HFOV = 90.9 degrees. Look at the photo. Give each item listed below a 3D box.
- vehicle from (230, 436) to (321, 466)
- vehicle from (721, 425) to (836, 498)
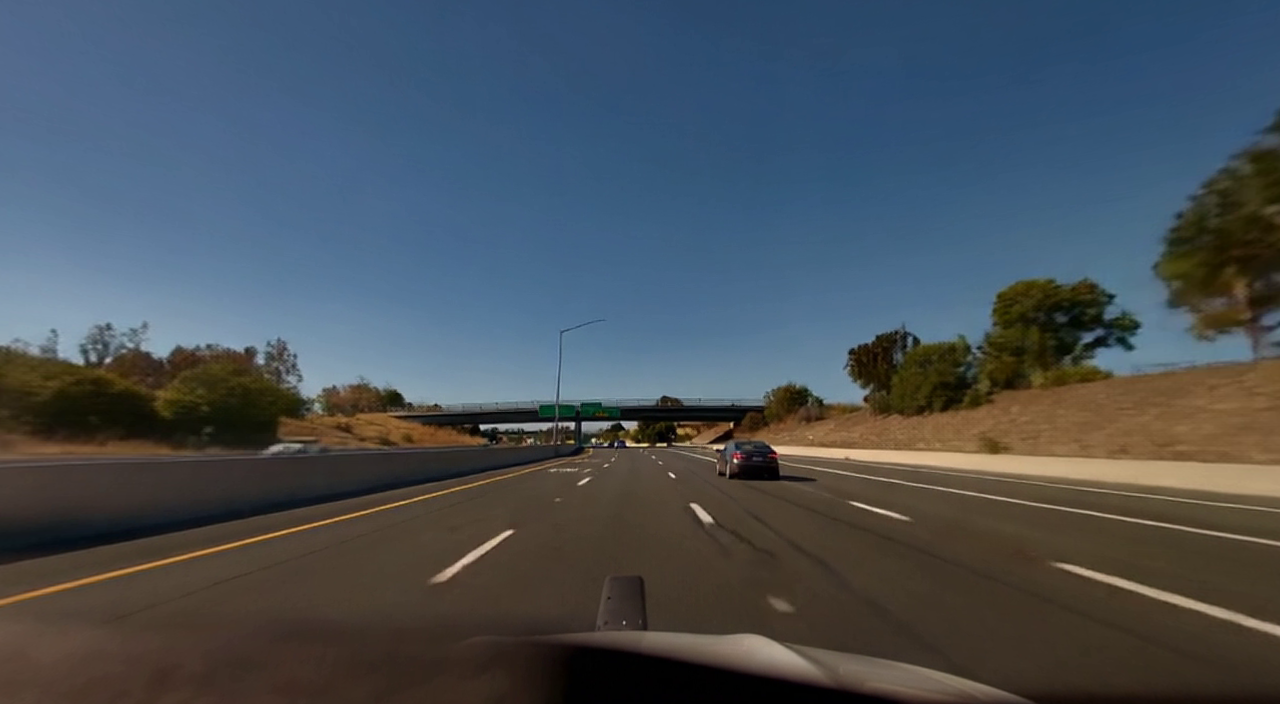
[{"bbox_3d":[-18.857,5.138,32.922,2.120,1.433,4.540,-1,-8,-1],"label":"vehicle"},{"bbox_3d":[3.543,2.912,17.162,2.039,1.701,4.834,0,-8,0],"label":"vehicle"}]
